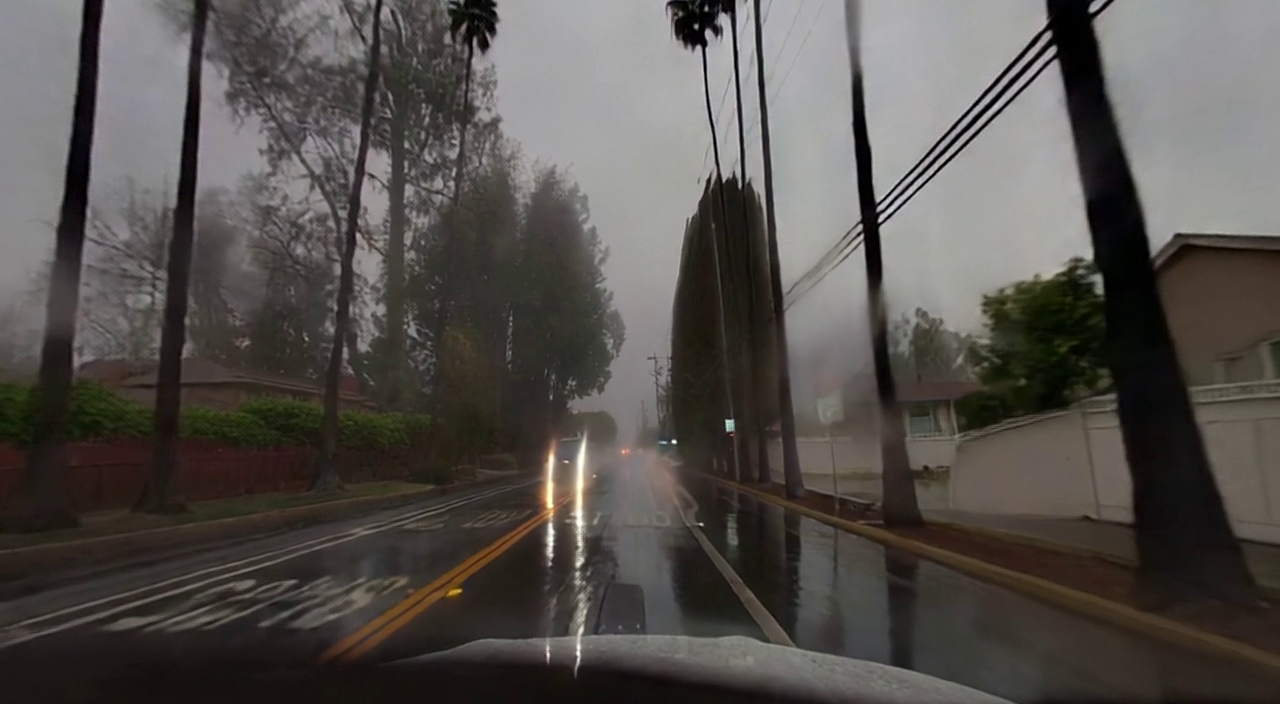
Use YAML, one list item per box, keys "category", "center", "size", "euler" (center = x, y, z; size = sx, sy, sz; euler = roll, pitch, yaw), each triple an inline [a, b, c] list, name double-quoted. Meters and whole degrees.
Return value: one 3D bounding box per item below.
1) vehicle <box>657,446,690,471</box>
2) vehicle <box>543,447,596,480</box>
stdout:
- category: "vehicle"
  center: [2.583, 8.345, 49.869]
  size: [2.168, 1.851, 4.861]
  euler: [0, -9, -1]
- category: "vehicle"
  center: [-3.835, 6.184, 35.403]
  size: [2.336, 1.669, 5.581]
  euler: [0, -9, 0]
